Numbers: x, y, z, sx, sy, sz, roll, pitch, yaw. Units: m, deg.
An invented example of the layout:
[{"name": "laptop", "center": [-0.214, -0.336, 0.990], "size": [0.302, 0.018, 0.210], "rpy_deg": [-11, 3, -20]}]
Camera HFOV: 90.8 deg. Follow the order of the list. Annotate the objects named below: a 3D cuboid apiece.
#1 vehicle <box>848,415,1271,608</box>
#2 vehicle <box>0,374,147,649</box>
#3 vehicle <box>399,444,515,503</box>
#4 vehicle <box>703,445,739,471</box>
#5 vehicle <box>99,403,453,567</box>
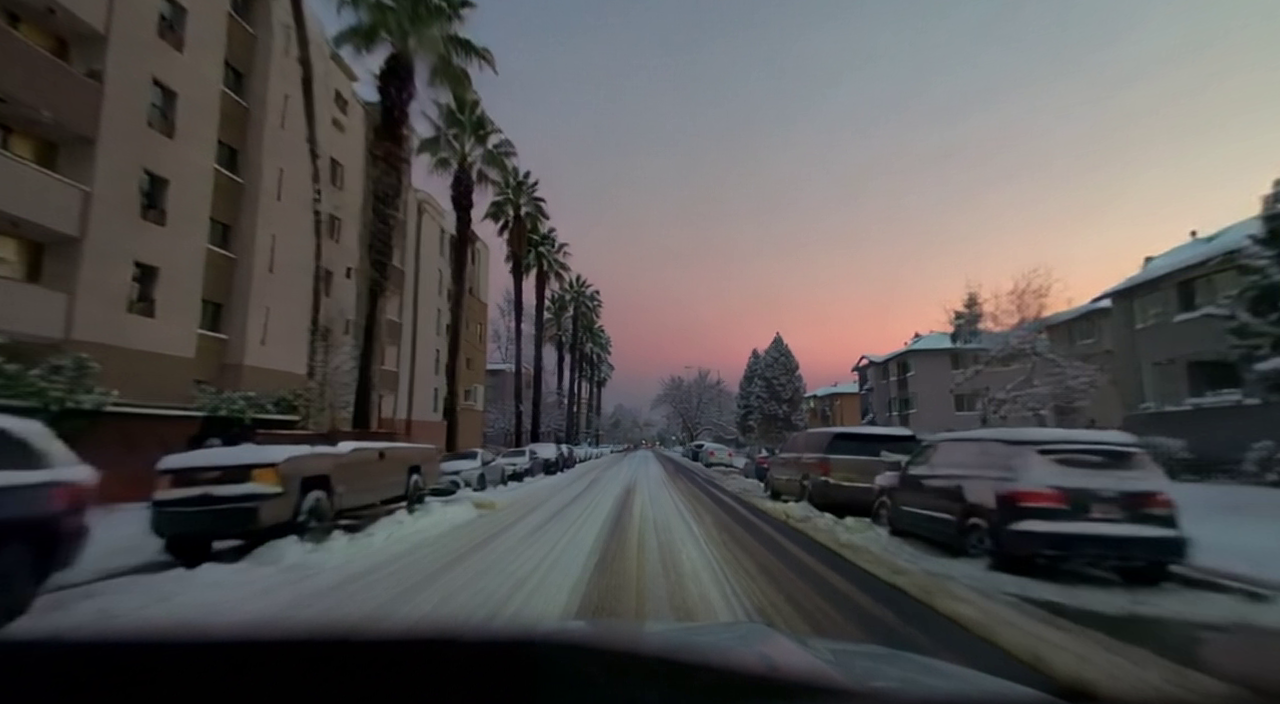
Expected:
[{"name": "vehicle", "center": [4.630, 1.815, 8.231], "size": [2.220, 1.738, 4.800], "rpy_deg": [0, -9, 1]}, {"name": "vehicle", "center": [-5.466, 0.951, 3.303], "size": [2.087, 1.896, 4.554], "rpy_deg": [0, -8, -1]}, {"name": "vehicle", "center": [-5.290, 3.557, 18.976], "size": [2.031, 1.505, 4.540], "rpy_deg": [0, -9, 1]}, {"name": "vehicle", "center": [5.219, 6.908, 41.415], "size": [1.991, 1.525, 5.203], "rpy_deg": [0, -9, 3]}, {"name": "vehicle", "center": [-5.351, 2.084, 10.843], "size": [2.227, 1.967, 6.220], "rpy_deg": [0, -9, 2]}]
